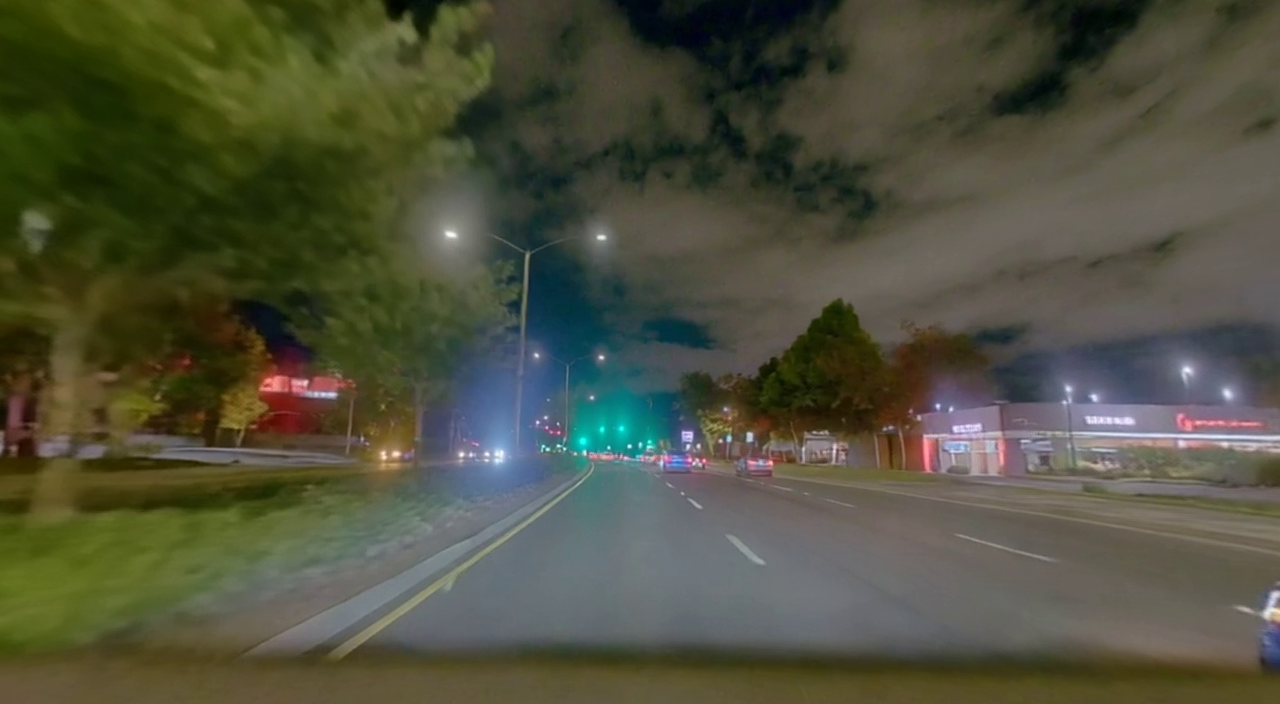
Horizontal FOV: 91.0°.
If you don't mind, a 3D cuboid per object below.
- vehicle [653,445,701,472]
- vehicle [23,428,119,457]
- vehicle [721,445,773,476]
[{"bbox_3d":[2.065,6.152,36.543,2.256,1.451,4.313,1,-9,-3],"label":"vehicle"},{"bbox_3d":[-35.250,5.665,39.225,1.913,1.702,4.873,1,-9,-8],"label":"vehicle"},{"bbox_3d":[5.723,5.844,34.184,1.886,1.528,4.169,1,-9,-3],"label":"vehicle"}]
